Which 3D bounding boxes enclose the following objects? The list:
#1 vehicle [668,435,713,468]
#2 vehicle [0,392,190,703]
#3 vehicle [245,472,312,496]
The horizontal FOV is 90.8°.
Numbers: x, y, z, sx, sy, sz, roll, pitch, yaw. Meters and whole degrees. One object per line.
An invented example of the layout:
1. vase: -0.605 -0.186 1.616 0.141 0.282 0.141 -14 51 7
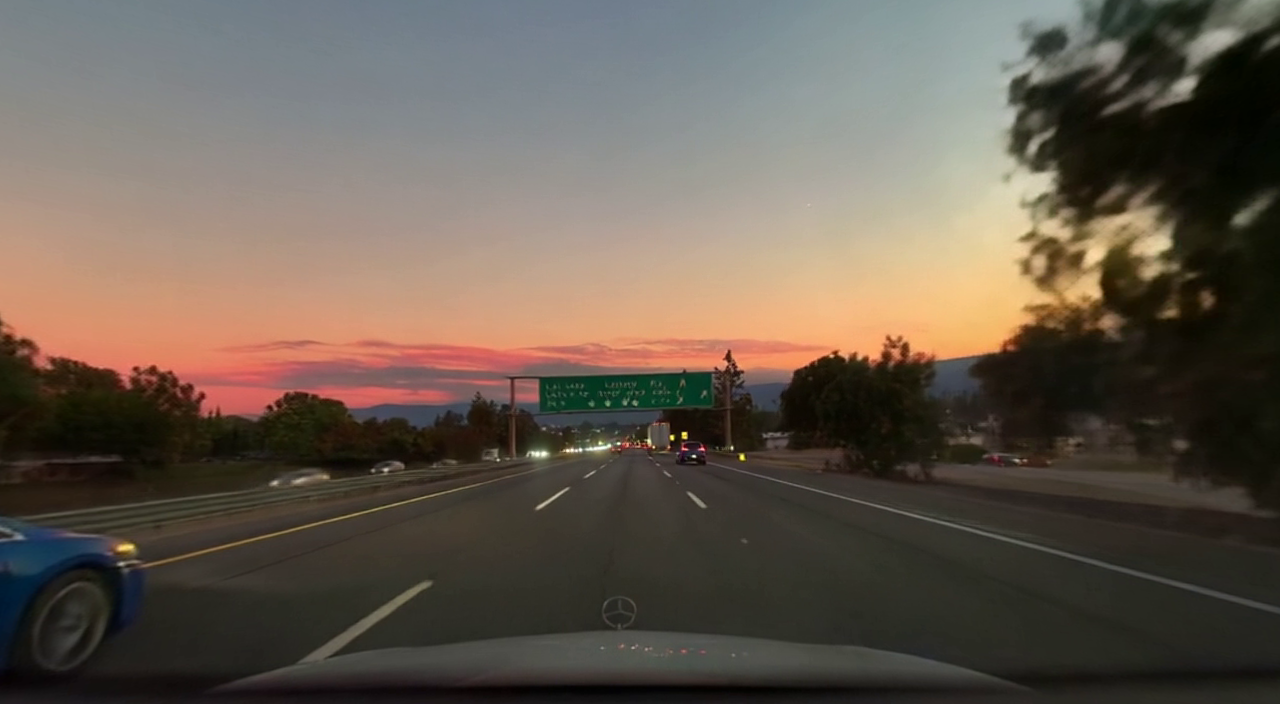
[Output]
1. vehicle: 2.774 5.641 35.967 2.065 1.760 4.488 0 -8 -1
2. vehicle: -4.228 0.857 2.140 1.903 1.607 4.770 0 -8 0
3. vehicle: -27.565 10.071 48.411 2.104 1.431 4.891 0 -8 2
